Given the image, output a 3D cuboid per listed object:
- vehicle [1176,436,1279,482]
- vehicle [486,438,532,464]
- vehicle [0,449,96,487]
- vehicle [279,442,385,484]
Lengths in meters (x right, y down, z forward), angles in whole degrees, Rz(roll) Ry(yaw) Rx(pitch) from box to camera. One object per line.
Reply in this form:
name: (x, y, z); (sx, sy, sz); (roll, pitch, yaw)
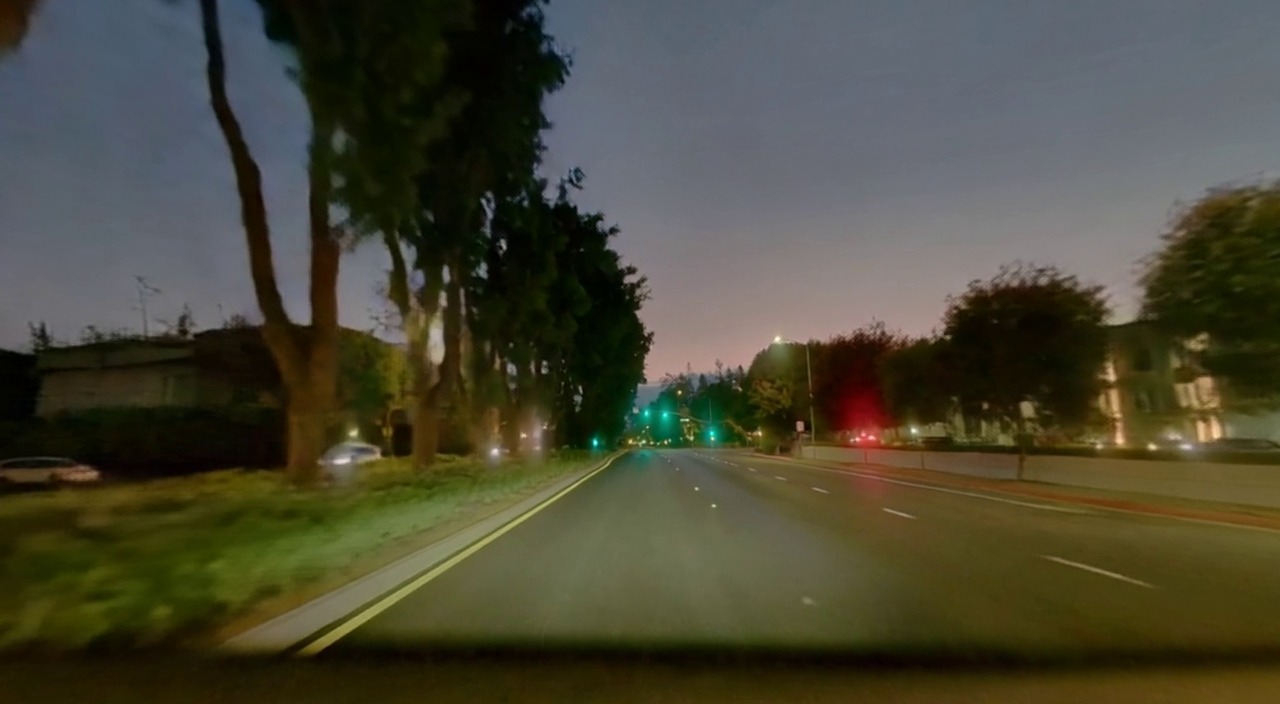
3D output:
vehicle: (21.354, 3.650, 21.682); (4.176, 1.490, 1.871); (0, -8, -3)
vehicle: (-8.081, 6.166, 39.250); (1.936, 1.525, 4.214); (0, -8, 1)
vehicle: (-25.390, 4.679, 25.632); (4.663, 1.464, 1.906); (0, -8, -2)
vehicle: (-11.617, 4.193, 24.160); (1.816, 1.457, 4.386); (0, -8, 1)
